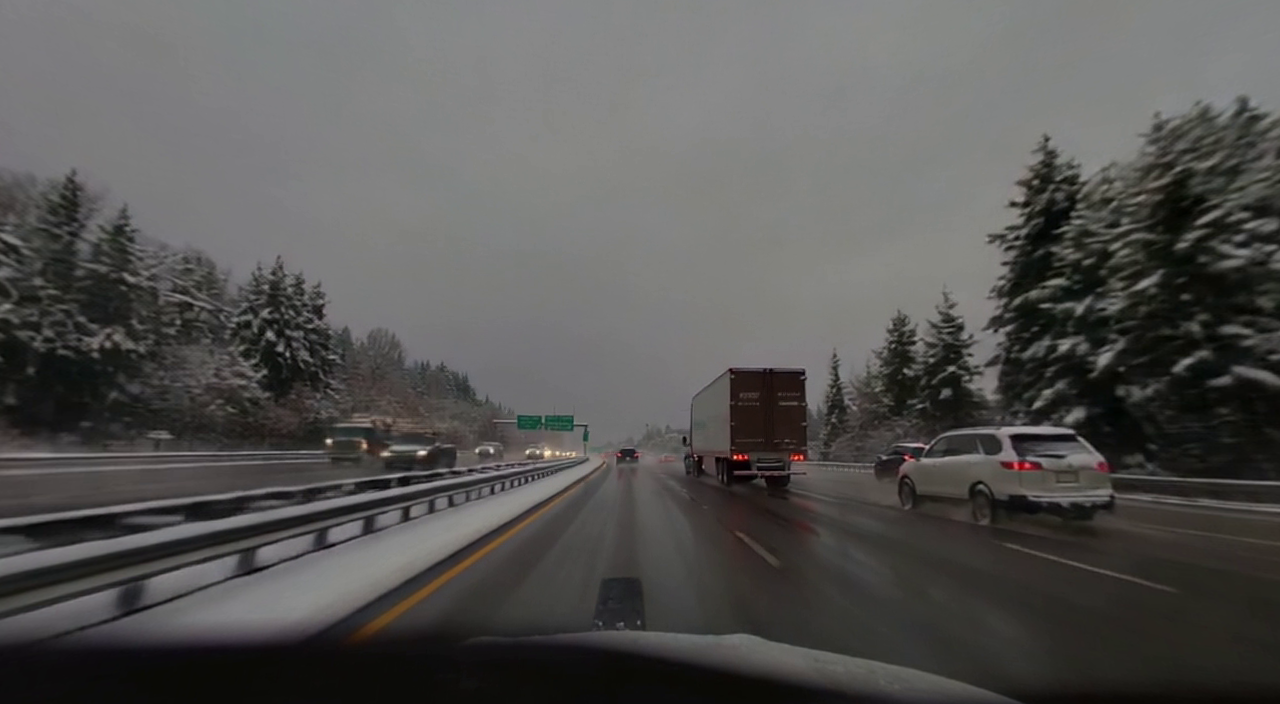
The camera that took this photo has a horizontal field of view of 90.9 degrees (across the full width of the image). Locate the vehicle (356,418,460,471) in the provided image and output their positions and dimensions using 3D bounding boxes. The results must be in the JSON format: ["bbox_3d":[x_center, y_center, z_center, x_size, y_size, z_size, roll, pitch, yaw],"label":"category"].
[{"bbox_3d":[-8.801,3.607,24.428,2.221,1.825,4.781,0,-9,0],"label":"vehicle"}]

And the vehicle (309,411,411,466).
[{"bbox_3d":[-16.020,5.091,36.730,2.609,2.862,7.328,0,-9,-1],"label":"vehicle"}]

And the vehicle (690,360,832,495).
[{"bbox_3d":[4.166,3.325,25.905,2.890,4.006,14.039,0,-9,-1],"label":"vehicle"}]

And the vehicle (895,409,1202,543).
[{"bbox_3d":[6.844,2.153,11.526,2.128,1.872,5.043,0,-9,-1],"label":"vehicle"}]

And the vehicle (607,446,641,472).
[{"bbox_3d":[-1.012,6.970,41.235,2.111,1.599,3.859,0,-9,-1],"label":"vehicle"}]
